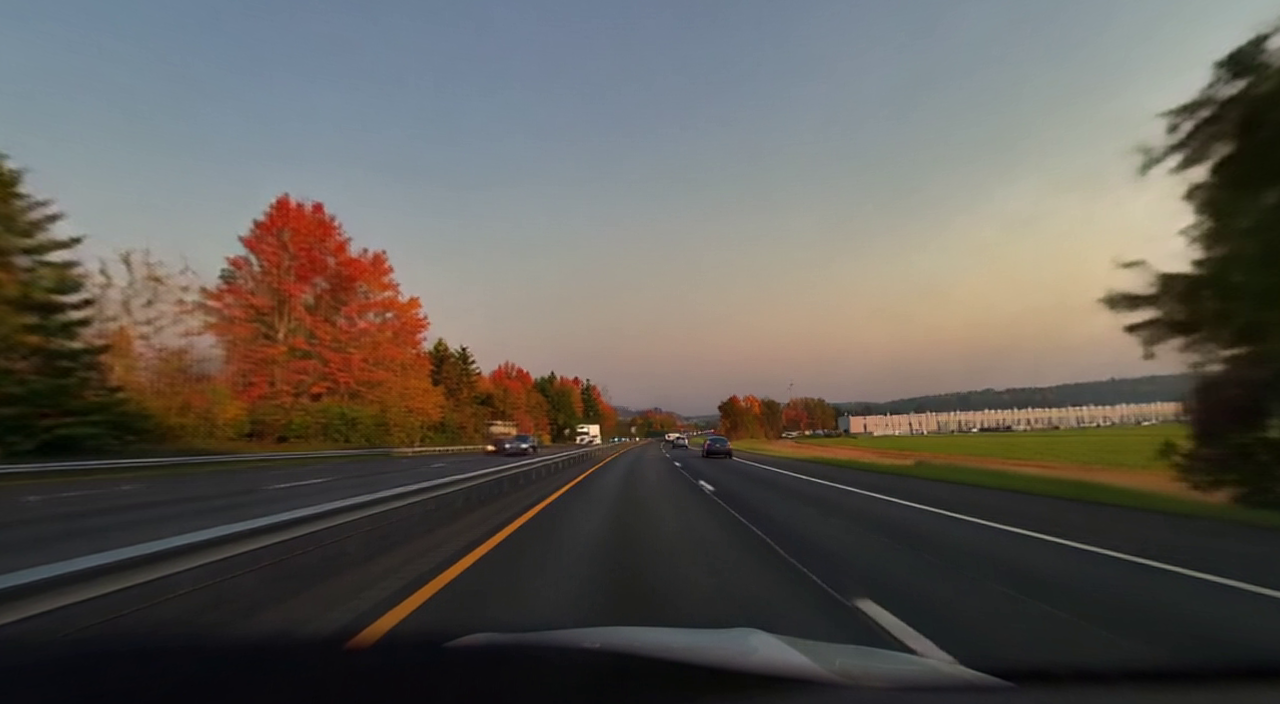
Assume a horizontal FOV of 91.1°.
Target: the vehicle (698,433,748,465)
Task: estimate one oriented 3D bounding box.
[{"bbox_3d":[4.301,5.108,33.247,2.024,1.516,4.197,0,-8,-1],"label":"vehicle"}]
